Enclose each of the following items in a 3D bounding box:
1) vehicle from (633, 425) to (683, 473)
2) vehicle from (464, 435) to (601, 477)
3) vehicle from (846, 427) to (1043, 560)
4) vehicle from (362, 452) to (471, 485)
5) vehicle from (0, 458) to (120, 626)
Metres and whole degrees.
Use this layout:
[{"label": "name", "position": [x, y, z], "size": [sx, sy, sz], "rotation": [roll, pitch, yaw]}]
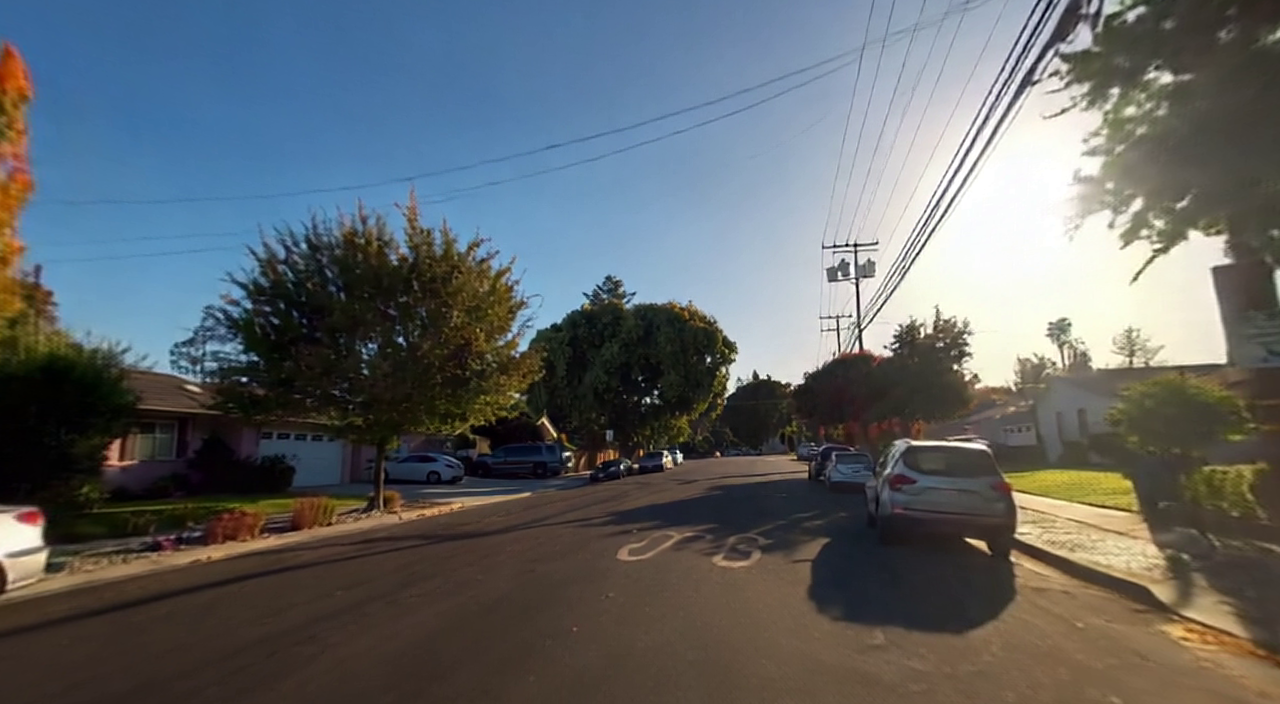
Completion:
[{"label": "vehicle", "position": [1.282, 6.414, 41.855], "size": [2.199, 2.902, 5.848], "rotation": [-2, -9, 12]}, {"label": "vehicle", "position": [-5.488, 5.342, 32.577], "size": [6.488, 2.009, 2.354], "rotation": [-2, -9, 13]}, {"label": "vehicle", "position": [4.203, 1.942, 9.304], "size": [1.908, 1.572, 3.105], "rotation": [-2, -9, 13]}, {"label": "vehicle", "position": [-10.362, 5.386, 29.443], "size": [4.481, 1.420, 1.712], "rotation": [-2, -9, 10]}, {"label": "vehicle", "position": [-6.971, 1.556, 4.611], "size": [1.968, 1.449, 4.502], "rotation": [-2, -9, 14]}]
